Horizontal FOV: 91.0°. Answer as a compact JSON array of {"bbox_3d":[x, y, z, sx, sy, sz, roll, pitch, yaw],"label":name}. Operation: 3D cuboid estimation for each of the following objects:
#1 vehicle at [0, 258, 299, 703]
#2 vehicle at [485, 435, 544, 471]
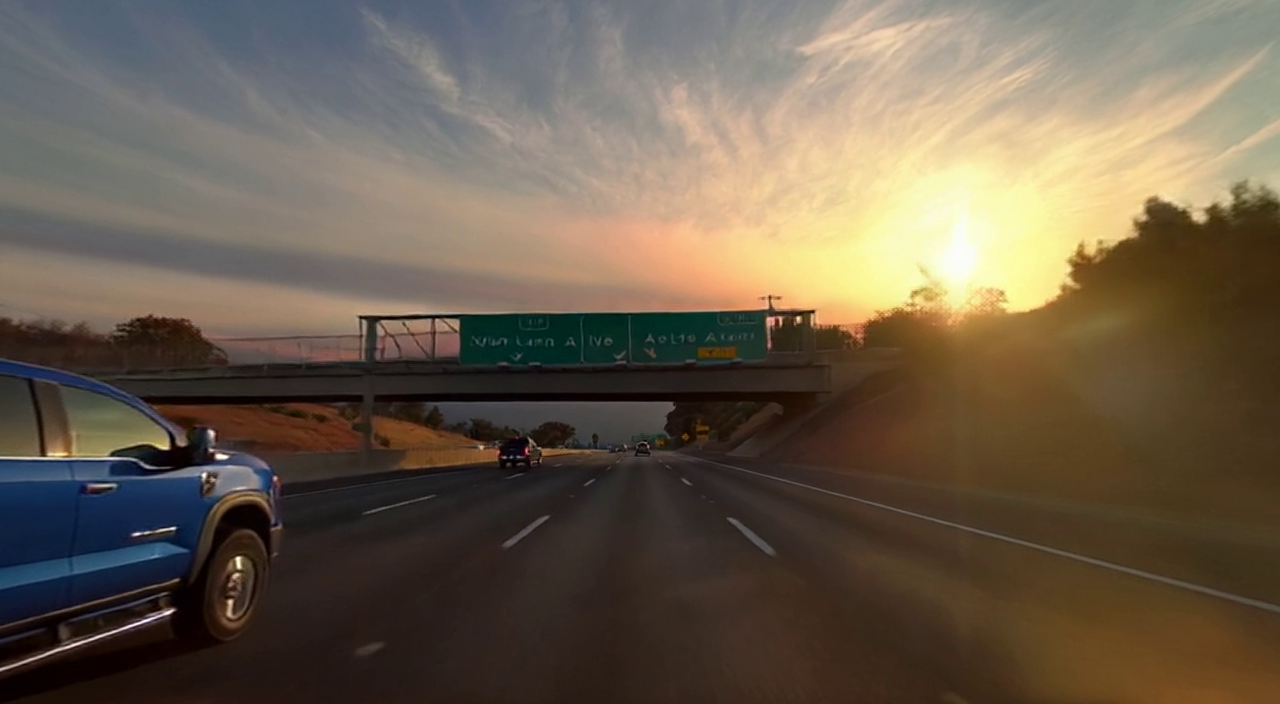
[{"bbox_3d":[-3.690,0.488,1.445,2.339,2.004,6.171,0,-9,0],"label":"vehicle"},{"bbox_3d":[-6.998,5.722,35.824,2.260,1.917,5.499,0,-9,0],"label":"vehicle"}]
